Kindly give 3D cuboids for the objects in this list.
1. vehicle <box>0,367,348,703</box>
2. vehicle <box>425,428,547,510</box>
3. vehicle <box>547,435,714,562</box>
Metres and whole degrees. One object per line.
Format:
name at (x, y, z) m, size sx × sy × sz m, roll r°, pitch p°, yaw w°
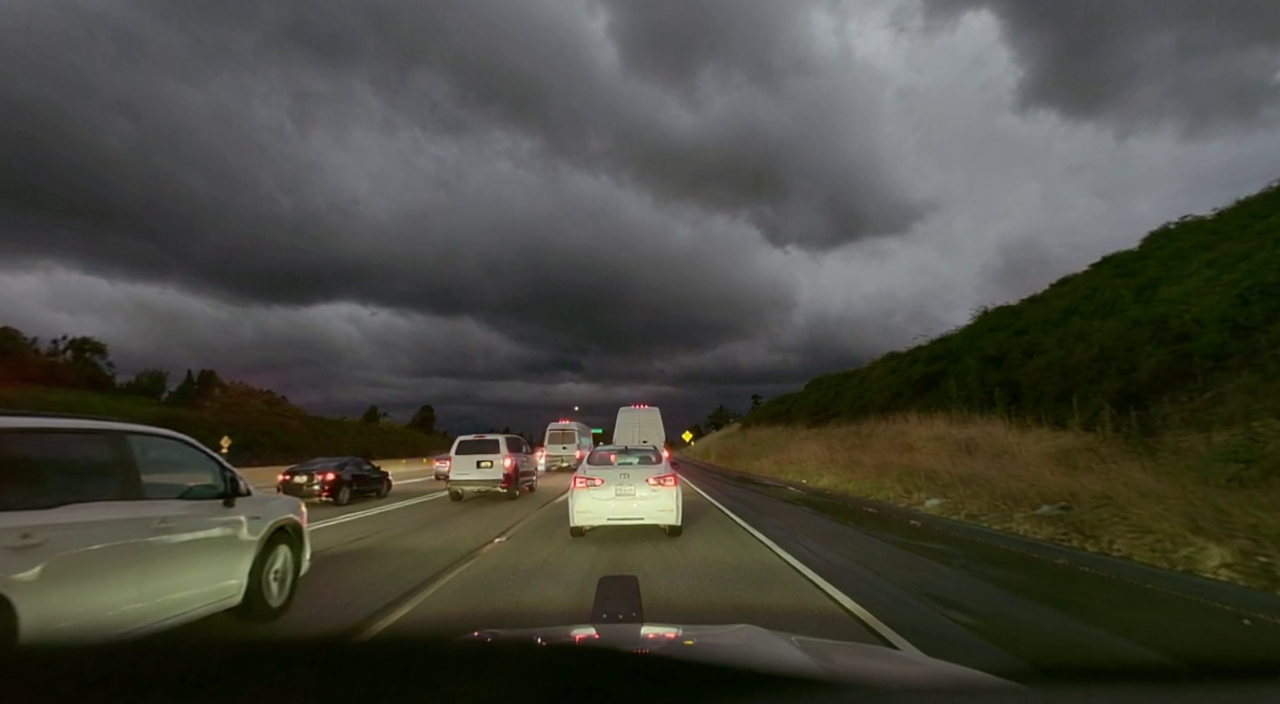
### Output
vehicle at (-3.634, 1.027, 3.354) m, size 2.029 × 1.656 × 4.437 m, roll 0°, pitch -9°, yaw 0°
vehicle at (-3.982, 3.122, 17.246) m, size 2.055 × 1.913 × 4.584 m, roll -1°, pitch -9°, yaw 2°
vehicle at (-0.137, 2.026, 9.334) m, size 1.995 × 1.495 × 3.380 m, roll 0°, pitch -9°, yaw -1°
